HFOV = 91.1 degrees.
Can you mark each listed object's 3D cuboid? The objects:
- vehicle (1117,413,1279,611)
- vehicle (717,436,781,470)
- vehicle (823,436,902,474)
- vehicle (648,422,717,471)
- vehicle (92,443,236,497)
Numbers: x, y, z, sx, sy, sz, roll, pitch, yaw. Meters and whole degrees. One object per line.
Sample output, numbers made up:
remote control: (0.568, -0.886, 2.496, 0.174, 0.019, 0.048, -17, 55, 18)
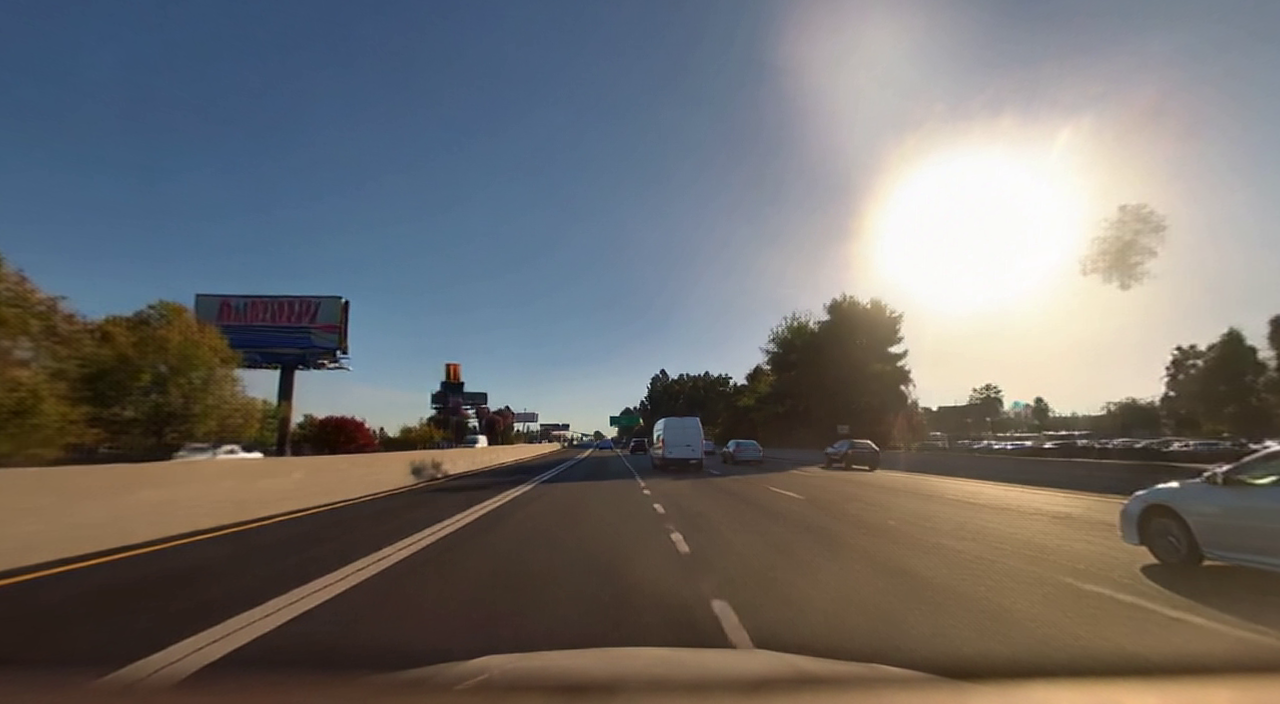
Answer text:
vehicle: (5.991, 1.100, 3.916, 2.003, 1.517, 4.936, 0, -8, -2)
vehicle: (5.071, 4.756, 29.751, 2.099, 1.510, 3.784, 0, -8, -4)
vehicle: (9.439, 4.358, 26.903, 1.874, 1.496, 3.586, 0, -8, -3)
vehicle: (1.834, 4.424, 29.539, 2.546, 2.087, 5.404, 0, -8, -4)
vehicle: (-15.620, 3.849, 20.895, 1.870, 1.513, 3.866, -3, -8, -2)
